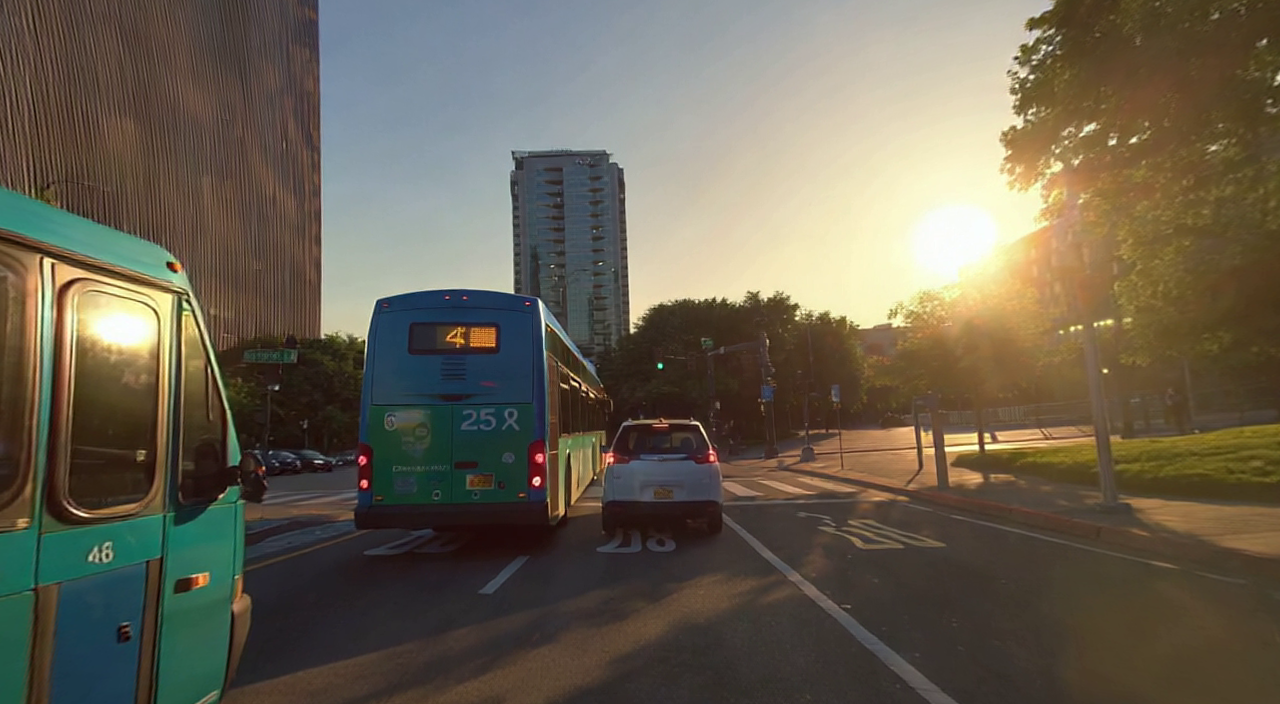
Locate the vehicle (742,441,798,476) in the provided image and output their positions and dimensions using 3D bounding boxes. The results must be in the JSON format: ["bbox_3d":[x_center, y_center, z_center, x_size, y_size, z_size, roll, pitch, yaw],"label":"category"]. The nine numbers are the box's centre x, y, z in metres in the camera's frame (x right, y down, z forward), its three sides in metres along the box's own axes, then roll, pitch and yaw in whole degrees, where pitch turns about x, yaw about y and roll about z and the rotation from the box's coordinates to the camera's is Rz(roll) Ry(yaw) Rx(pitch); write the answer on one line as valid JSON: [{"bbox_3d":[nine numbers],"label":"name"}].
[{"bbox_3d":[6.177,5.100,30.456,1.919,1.529,4.059,0,-9,1],"label":"vehicle"}]

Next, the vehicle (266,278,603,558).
[{"bbox_3d":[-2.887,1.789,14.562,3.042,3.445,13.615,0,-9,1],"label":"vehicle"}]

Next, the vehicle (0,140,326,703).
[{"bbox_3d":[-2.755,0.332,0.234,2.329,2.089,5.659,0,-9,0],"label":"vehicle"}]

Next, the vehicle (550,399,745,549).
[{"bbox_3d":[0.125,1.901,10.344,2.500,1.912,4.270,0,-9,1],"label":"vehicle"}]
